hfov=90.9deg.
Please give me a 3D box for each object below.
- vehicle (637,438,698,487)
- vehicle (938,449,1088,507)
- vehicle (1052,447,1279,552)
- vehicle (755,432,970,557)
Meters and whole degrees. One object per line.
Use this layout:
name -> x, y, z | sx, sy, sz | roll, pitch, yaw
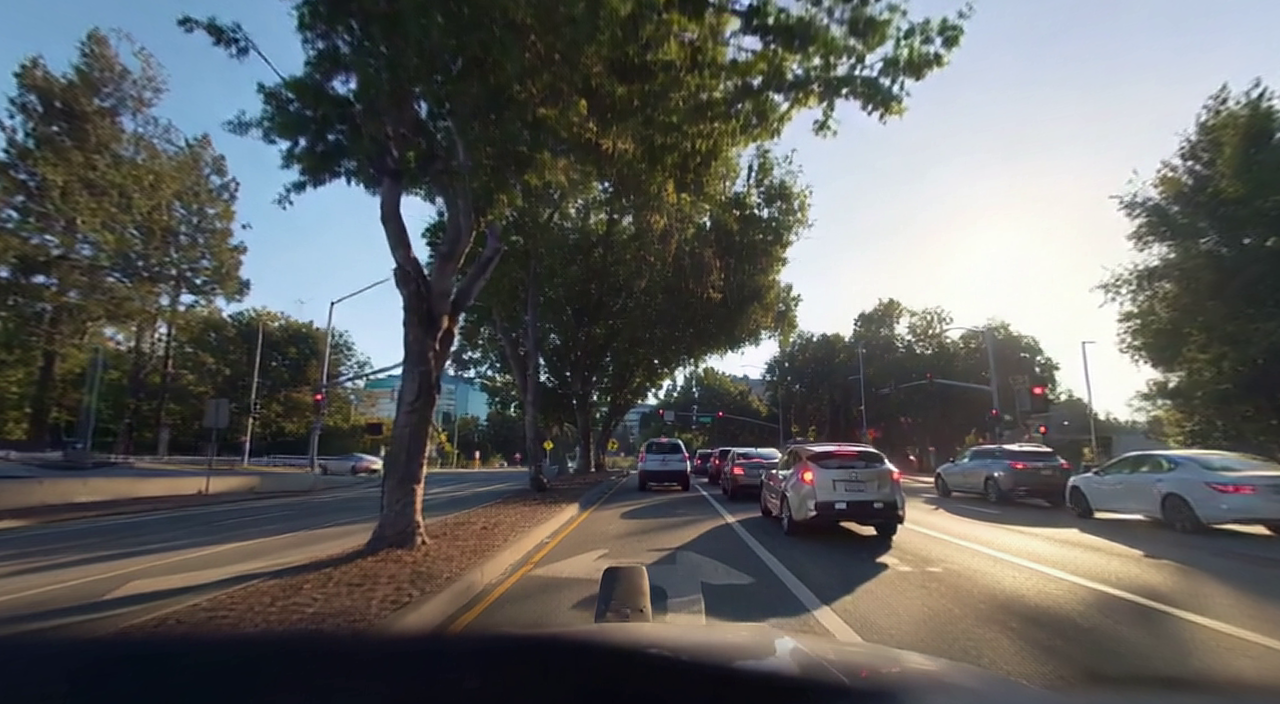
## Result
vehicle -> 1.029, 4.426, 25.723 | 2.245, 1.800, 4.522 | 0, -8, 0
vehicle -> 10.789, 3.629, 18.677 | 1.842, 1.466, 4.379 | 0, -8, 2
vehicle -> 9.546, 2.386, 10.971 | 1.884, 1.422, 4.262 | 0, -8, 0
vehicle -> 3.236, 2.139, 10.208 | 2.078, 1.578, 4.107 | 0, -8, 2
